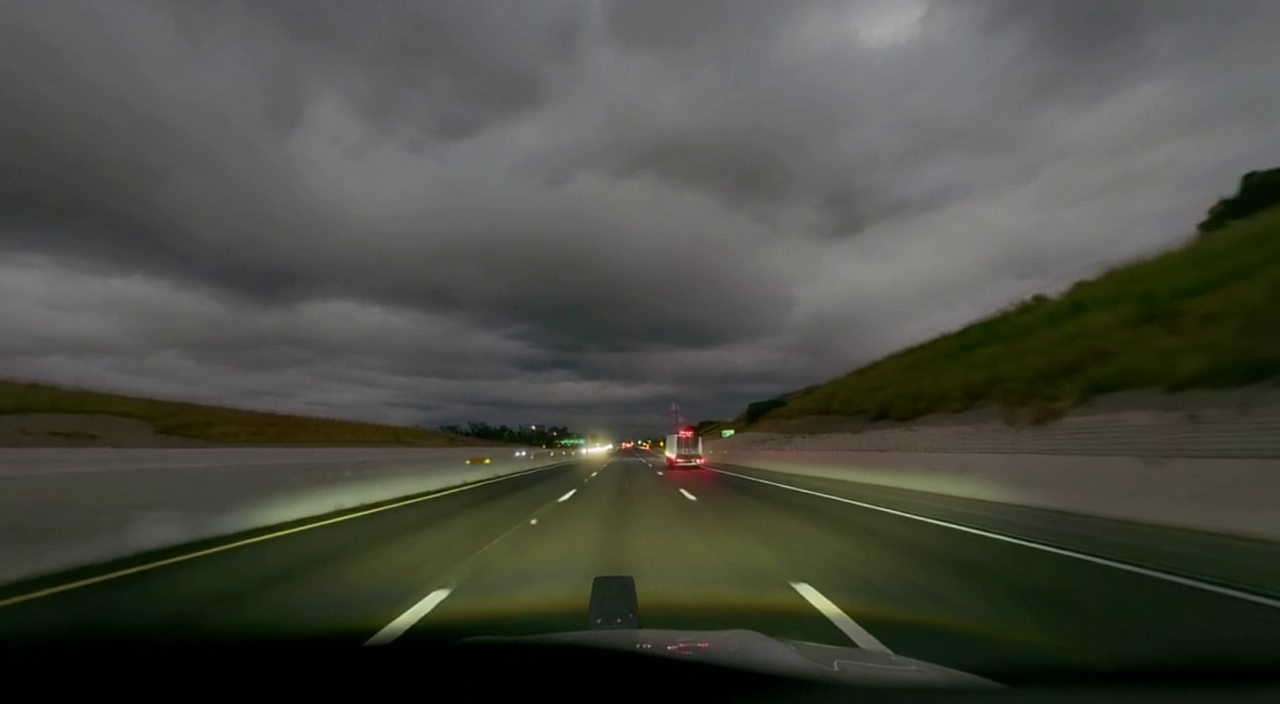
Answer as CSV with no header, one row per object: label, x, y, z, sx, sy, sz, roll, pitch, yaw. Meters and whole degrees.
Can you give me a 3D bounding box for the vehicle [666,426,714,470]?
vehicle,3.199,6.312,41.322,2.527,2.682,4.082,0,-9,-4
